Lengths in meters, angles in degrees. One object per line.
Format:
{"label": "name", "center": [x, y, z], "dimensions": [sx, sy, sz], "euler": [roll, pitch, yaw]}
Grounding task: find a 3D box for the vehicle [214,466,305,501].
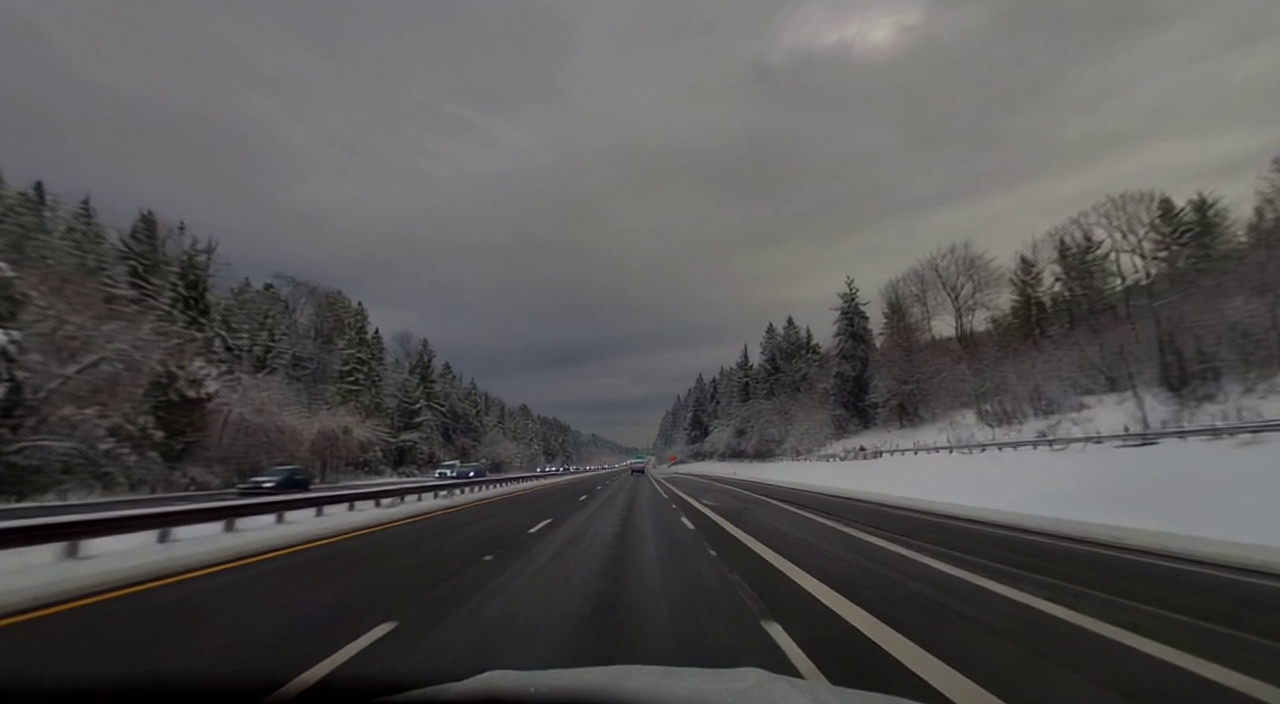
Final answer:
{"label": "vehicle", "center": [-16.967, 5.847, 28.290], "dimensions": [1.686, 1.428, 3.761], "euler": [1, -10, 0]}
